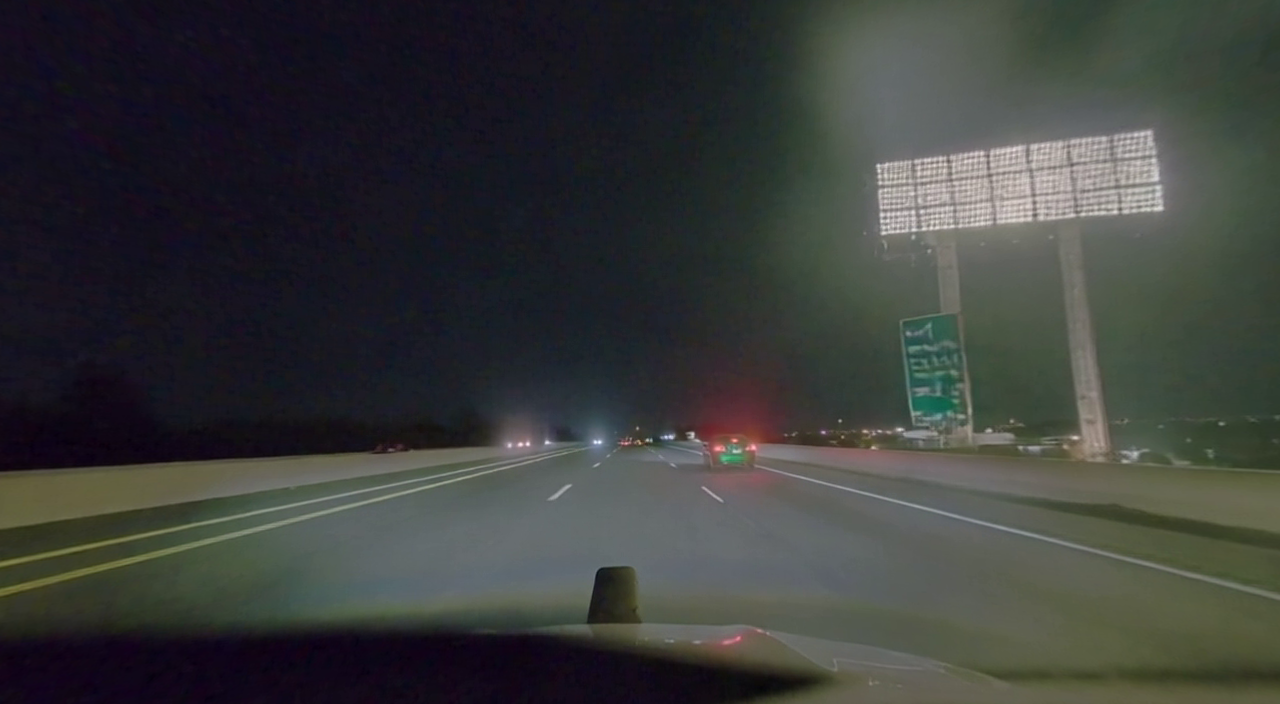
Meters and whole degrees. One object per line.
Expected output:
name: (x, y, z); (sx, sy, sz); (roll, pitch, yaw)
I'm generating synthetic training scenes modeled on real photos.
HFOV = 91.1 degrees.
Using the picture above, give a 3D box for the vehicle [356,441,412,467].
vehicle: (-16.523, 6.570, 40.806); (1.849, 1.531, 4.450); (0, -8, 0)

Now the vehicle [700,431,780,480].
vehicle: (3.269, 3.457, 21.383); (1.946, 1.481, 3.969); (0, -8, -2)
